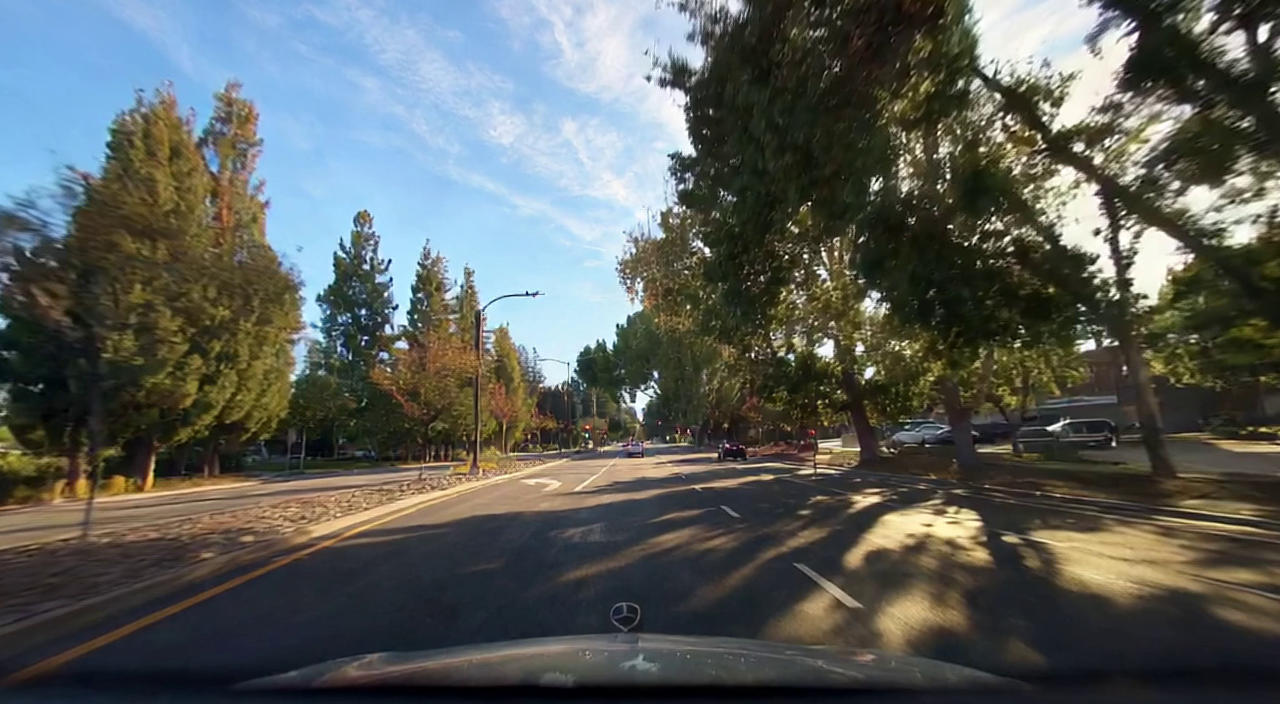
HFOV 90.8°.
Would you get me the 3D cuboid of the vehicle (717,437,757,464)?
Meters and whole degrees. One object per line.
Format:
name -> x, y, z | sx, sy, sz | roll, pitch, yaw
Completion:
vehicle -> 6.607, 6.741, 43.351 | 2.011, 1.710, 4.357 | 0, -9, -1
